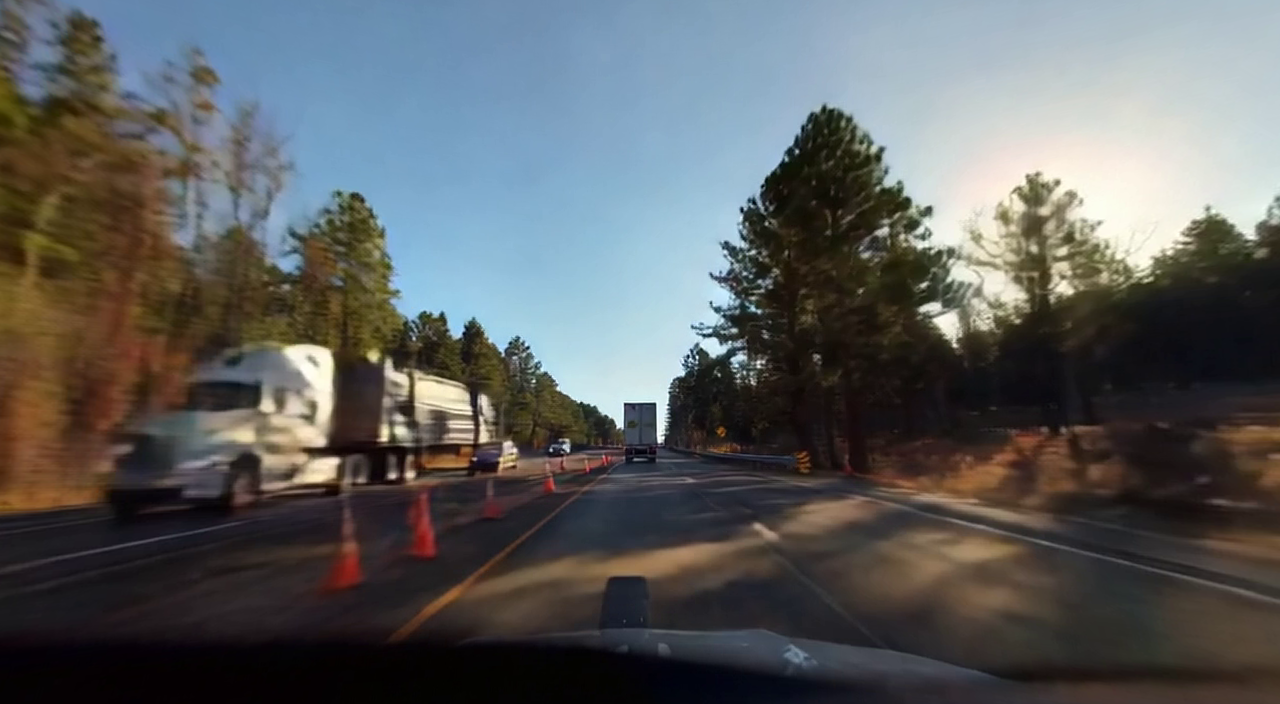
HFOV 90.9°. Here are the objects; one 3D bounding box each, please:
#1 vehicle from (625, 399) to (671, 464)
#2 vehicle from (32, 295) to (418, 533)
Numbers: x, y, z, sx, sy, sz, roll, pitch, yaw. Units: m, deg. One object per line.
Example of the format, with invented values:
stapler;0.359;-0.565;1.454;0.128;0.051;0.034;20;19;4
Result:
vehicle;0.376;5.870;45.597;2.935;4.068;11.036;0;-8;-1
vehicle;-8.492;1.656;15.081;3.025;4.018;8.862;0;-8;1
